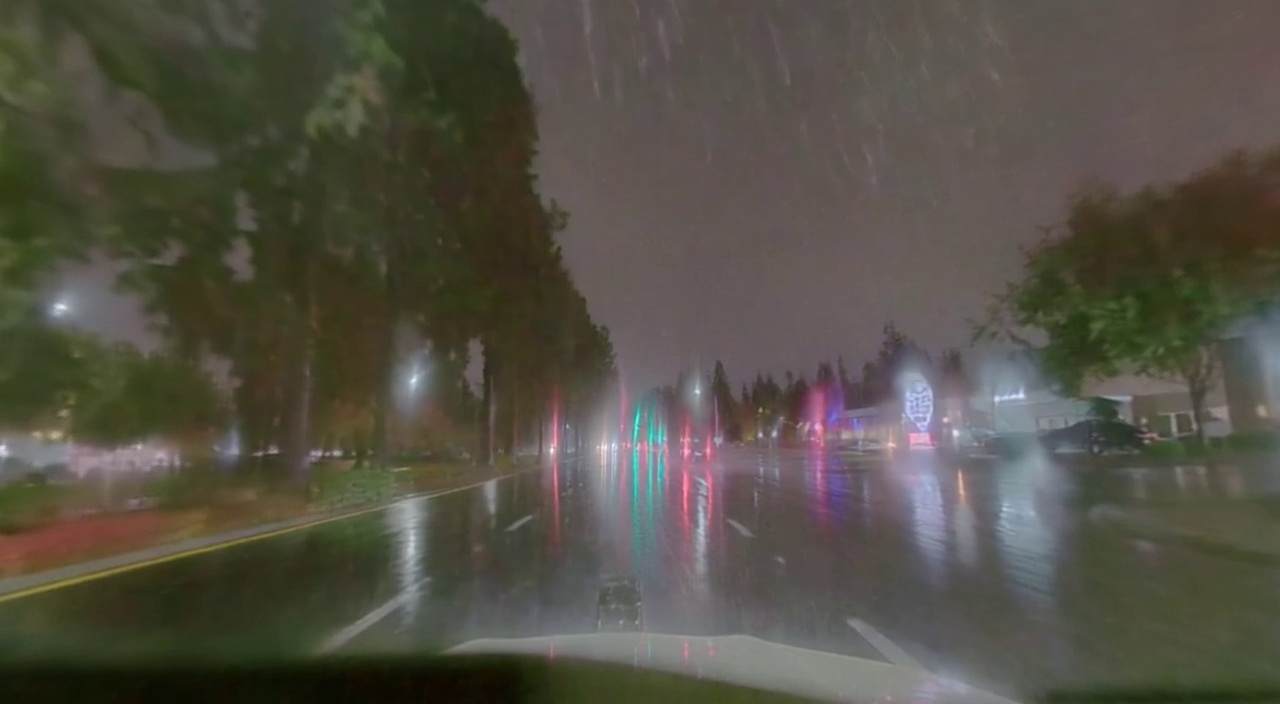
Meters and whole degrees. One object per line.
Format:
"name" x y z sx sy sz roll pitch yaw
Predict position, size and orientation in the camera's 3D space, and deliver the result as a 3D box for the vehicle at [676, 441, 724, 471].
"vehicle" 3.195 5.670 34.693 2.033 1.482 4.571 0 -8 -2
